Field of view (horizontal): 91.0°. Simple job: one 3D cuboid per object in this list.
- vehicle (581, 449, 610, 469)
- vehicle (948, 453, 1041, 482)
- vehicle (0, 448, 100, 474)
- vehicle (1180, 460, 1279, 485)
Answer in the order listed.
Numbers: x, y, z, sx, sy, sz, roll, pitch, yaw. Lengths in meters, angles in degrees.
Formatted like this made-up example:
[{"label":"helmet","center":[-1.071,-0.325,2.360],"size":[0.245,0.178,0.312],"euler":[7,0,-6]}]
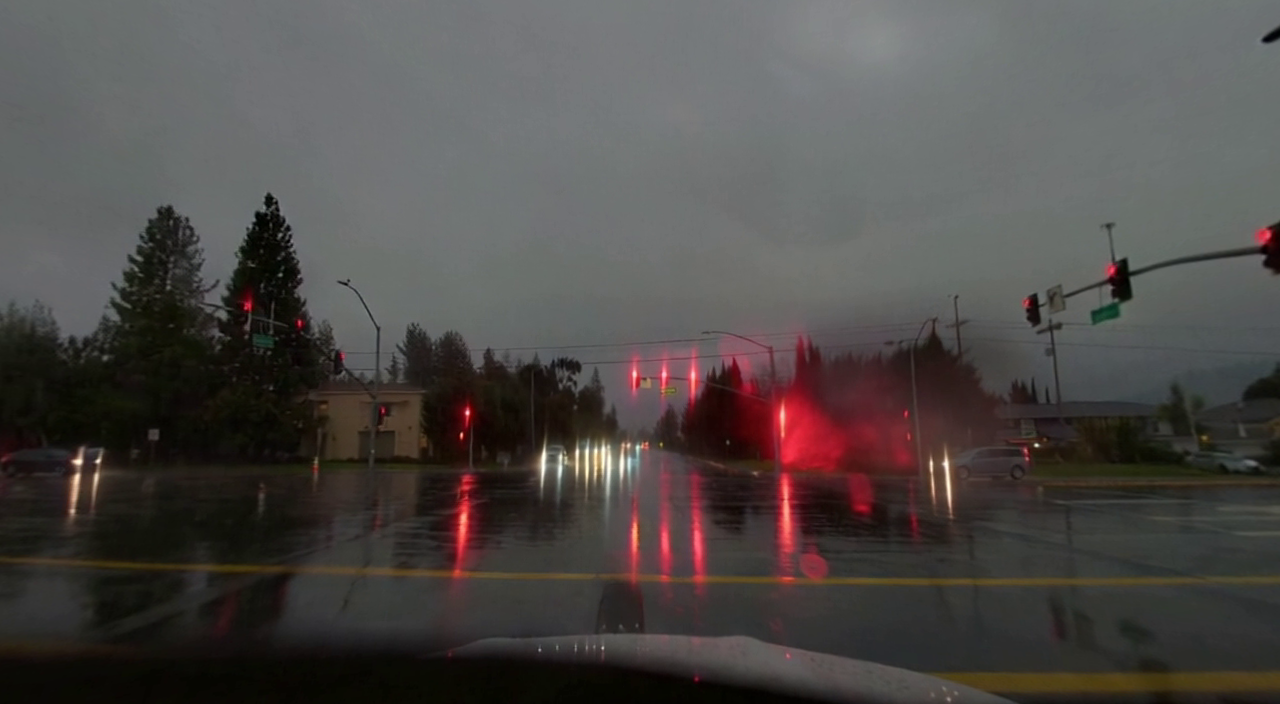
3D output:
[{"label":"vehicle","center":[-3.440,8.362,49.227],"size":[1.908,1.441,4.142],"euler":[0,-8,1]},{"label":"vehicle","center":[21.103,6.874,37.585],"size":[4.447,1.623,1.801],"euler":[0,-9,-3]},{"label":"vehicle","center":[-35.138,6.419,37.191],"size":[4.741,1.447,1.807],"euler":[0,-9,0]},{"label":"vehicle","center":[36.224,7.309,38.297],"size":[4.976,1.428,1.929],"euler":[0,-8,-1]}]
